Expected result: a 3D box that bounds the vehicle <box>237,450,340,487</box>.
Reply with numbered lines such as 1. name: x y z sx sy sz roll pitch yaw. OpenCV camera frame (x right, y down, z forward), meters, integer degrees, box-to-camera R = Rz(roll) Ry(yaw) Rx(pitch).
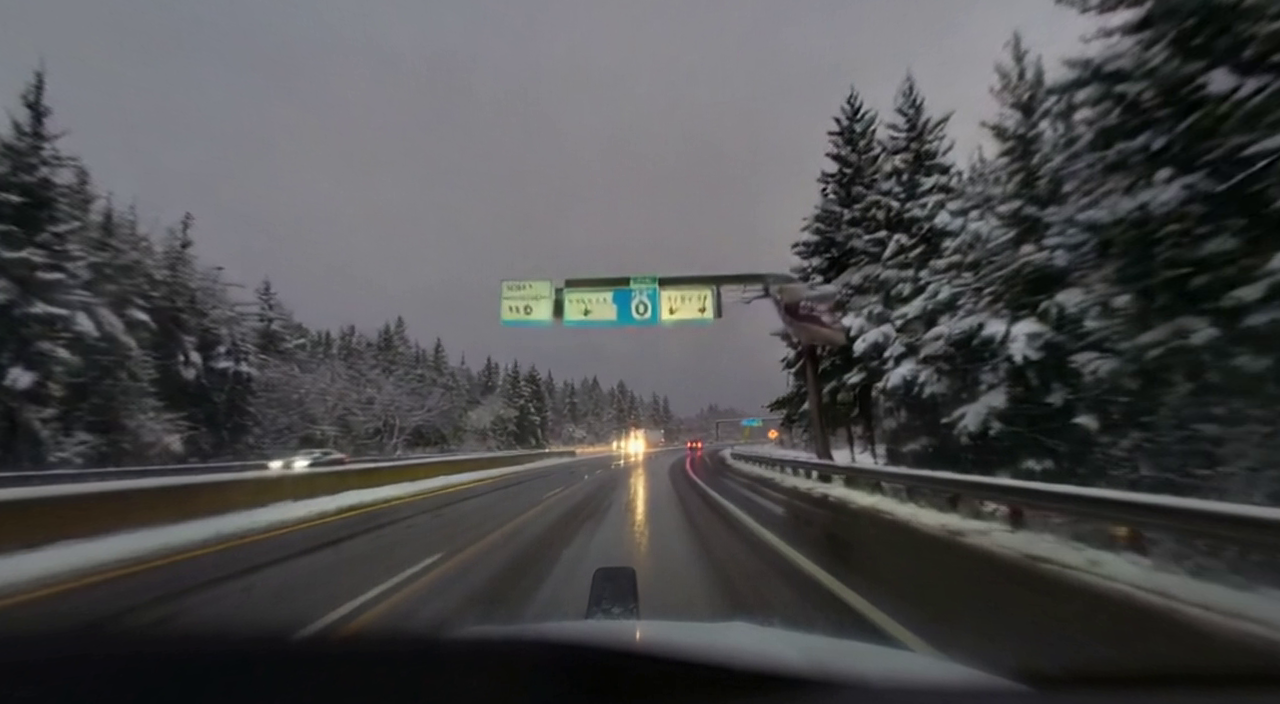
1. vehicle: -16.130 5.342 29.197 2.046 1.468 4.523 -1 -8 2
